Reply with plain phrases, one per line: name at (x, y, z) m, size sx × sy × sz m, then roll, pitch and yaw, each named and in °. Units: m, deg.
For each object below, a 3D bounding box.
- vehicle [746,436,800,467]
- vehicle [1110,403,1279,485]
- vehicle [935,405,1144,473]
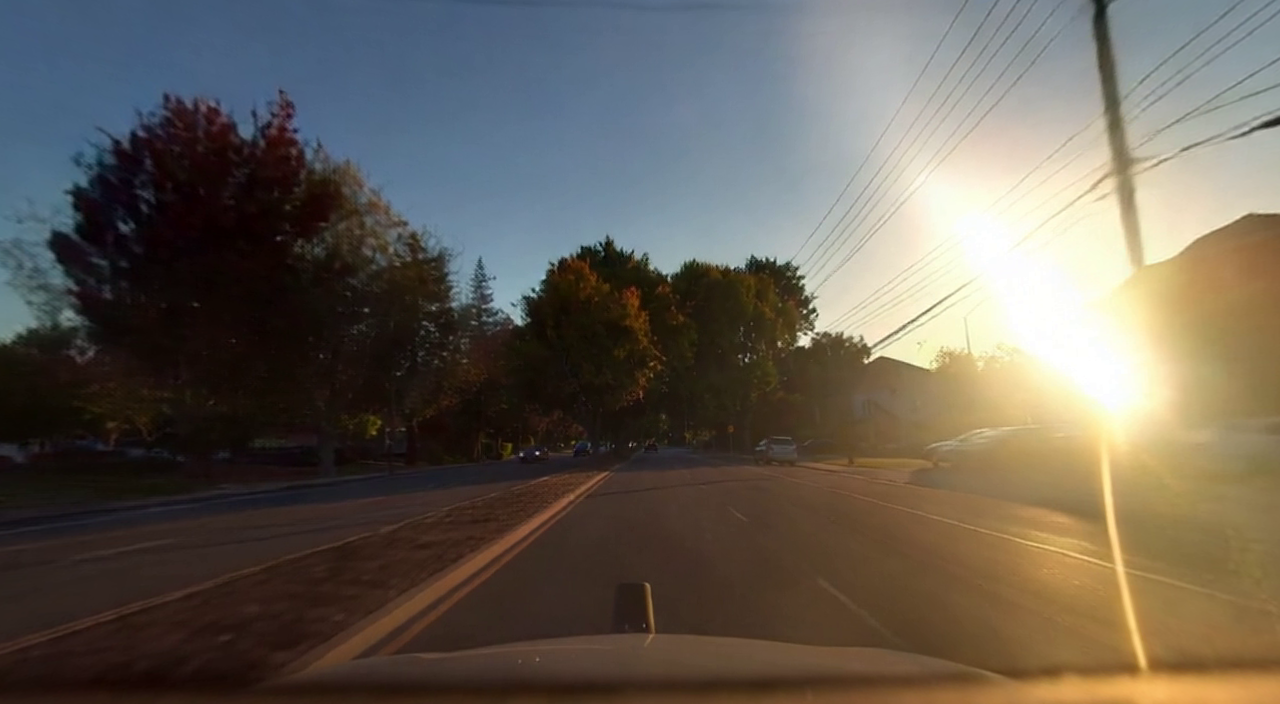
vehicle at (8.115, 6.101, 38.928) m, size 2.200 × 1.783 × 4.682 m, roll 0°, pitch -8°, yaw -1°
vehicle at (15.026, 2.255, 15.577) m, size 4.975 × 1.849 × 2.334 m, roll 0°, pitch -8°, yaw -3°
vehicle at (14.515, 3.218, 23.318) m, size 5.886 × 2.000 × 2.372 m, roll -4°, pitch -9°, yaw 5°
